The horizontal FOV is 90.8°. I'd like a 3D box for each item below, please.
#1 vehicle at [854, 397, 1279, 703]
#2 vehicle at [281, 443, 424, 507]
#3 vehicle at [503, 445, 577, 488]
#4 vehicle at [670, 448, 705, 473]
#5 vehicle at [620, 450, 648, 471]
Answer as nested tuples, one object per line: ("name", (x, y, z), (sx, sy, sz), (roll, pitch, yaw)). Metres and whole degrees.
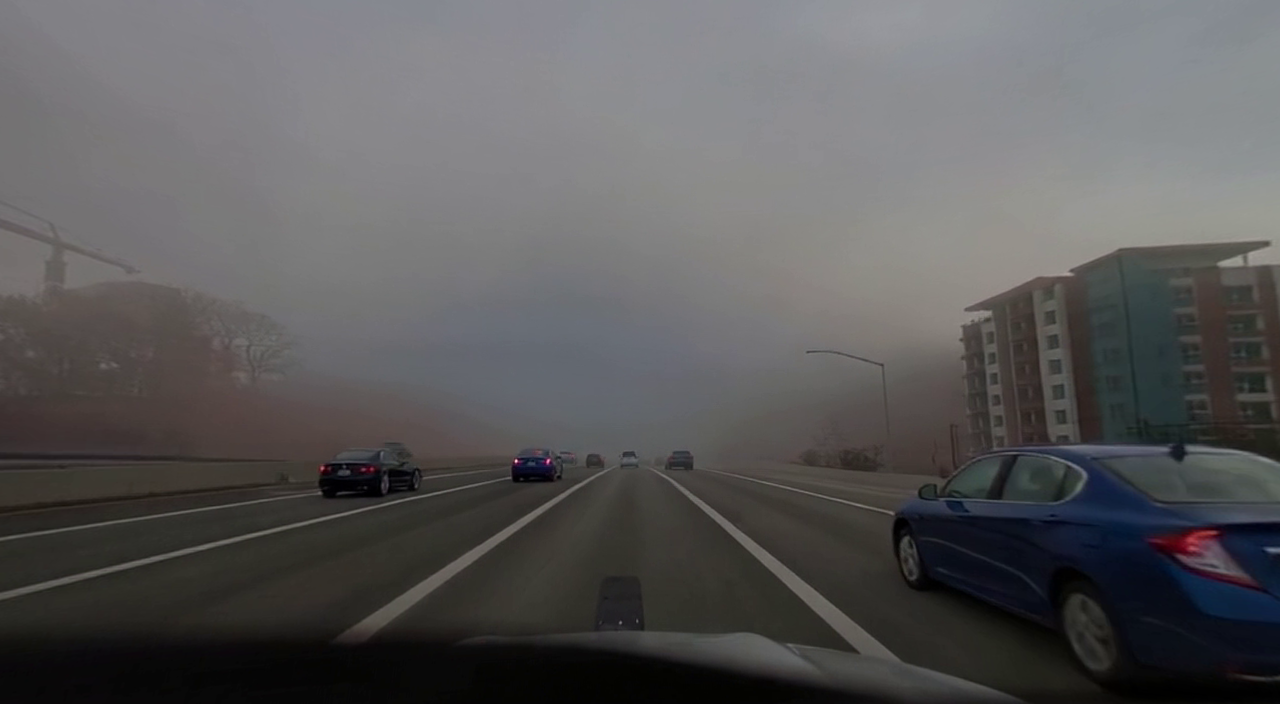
("vehicle", (3.269, 1.209, 4.281), (1.995, 1.486, 4.463), (0, -8, -1))
("vehicle", (-7.687, 3.301, 17.444), (1.951, 1.528, 4.209), (0, -8, 0))
("vehicle", (-3.812, 4.462, 25.033), (2.136, 1.512, 4.488), (0, -8, 1))
("vehicle", (3.265, 7.567, 44.328), (1.978, 1.602, 4.092), (0, -8, -2))
("vehicle", (-0.472, 8.055, 47.144), (2.019, 1.472, 3.971), (0, -8, -1))
